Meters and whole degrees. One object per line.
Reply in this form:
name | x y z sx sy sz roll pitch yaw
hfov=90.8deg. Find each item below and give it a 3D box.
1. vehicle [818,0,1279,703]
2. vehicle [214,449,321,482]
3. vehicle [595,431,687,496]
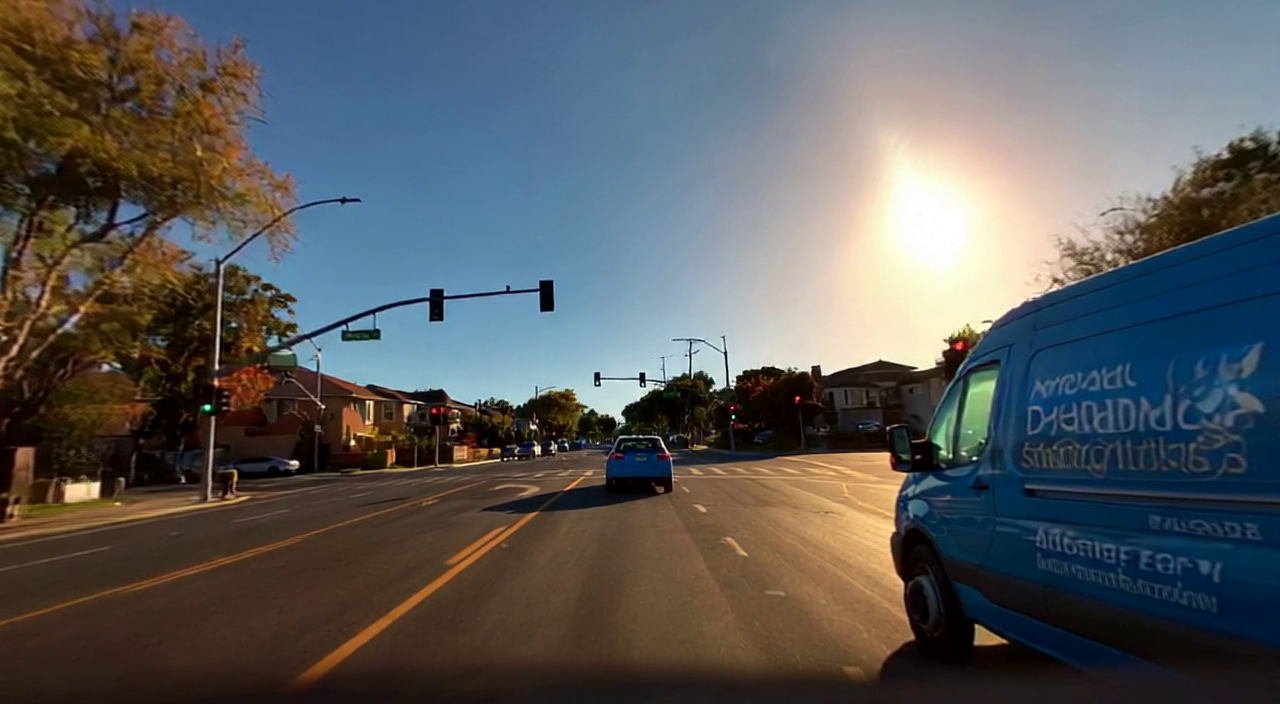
vehicle | 2.949 0.143 1.882 2.770 3.054 7.271 0 -9 1
vehicle | -20.018 6.106 34.086 4.588 1.703 1.879 -1 -9 1
vehicle | 0.008 2.846 16.436 2.104 1.462 3.991 0 -9 0
